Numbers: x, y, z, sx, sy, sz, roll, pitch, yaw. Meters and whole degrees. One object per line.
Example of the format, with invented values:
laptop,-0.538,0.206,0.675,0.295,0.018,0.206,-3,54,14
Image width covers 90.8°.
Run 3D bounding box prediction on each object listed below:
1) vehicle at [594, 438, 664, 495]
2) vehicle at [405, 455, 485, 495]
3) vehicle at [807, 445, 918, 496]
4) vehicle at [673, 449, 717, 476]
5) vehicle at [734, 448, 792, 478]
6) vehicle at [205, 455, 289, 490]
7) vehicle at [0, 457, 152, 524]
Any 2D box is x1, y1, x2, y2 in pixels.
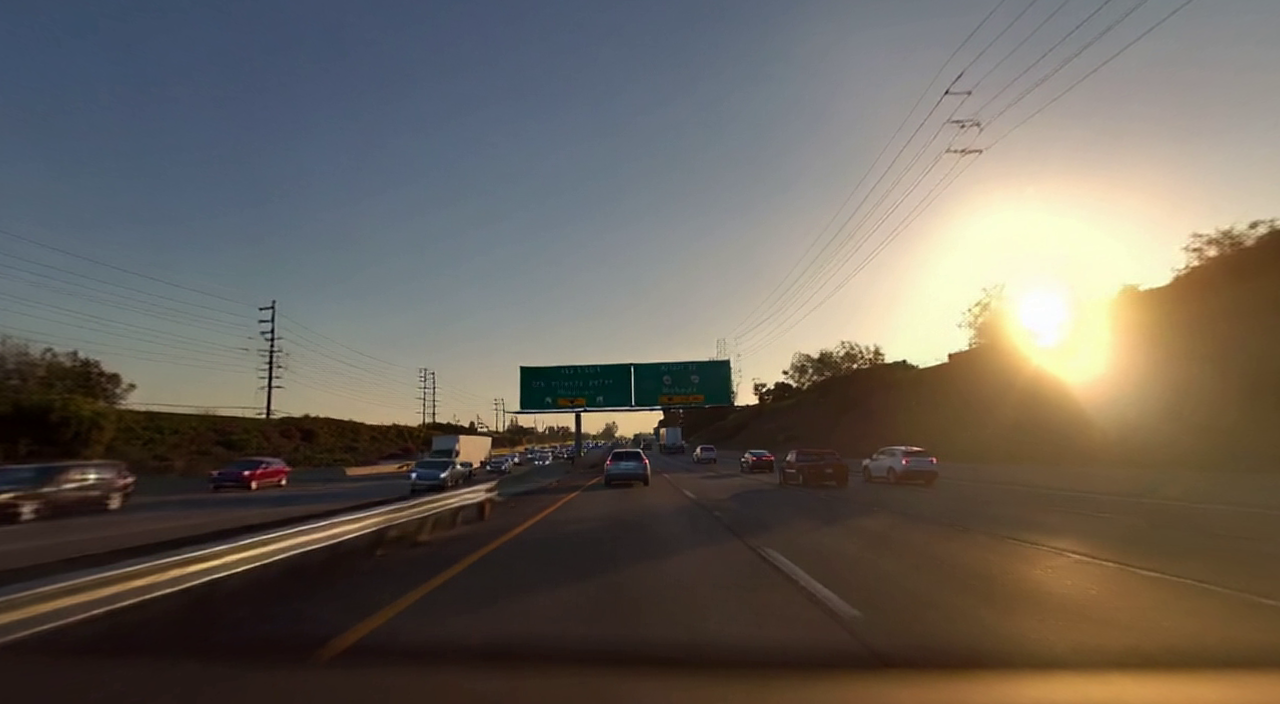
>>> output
vehicle,-0.406,4.077,22.899,2.298,1.809,4.359,0,-8,-1
vehicle,-8.236,5.229,27.149,1.937,1.477,4.561,0,-9,1
vehicle,7.100,3.802,20.670,1.958,1.473,4.201,0,-8,-2
vehicle,3.251,6.672,38.312,2.115,1.481,3.968,0,-8,-3
vehicle,6.502,5.901,33.888,1.934,1.461,4.368,0,-8,-4
vehicle,-21.876,6.695,35.378,1.889,1.708,4.301,0,-8,0
vehicle,-15.973,3.641,17.179,1.884,1.483,4.701,0,-8,-4
